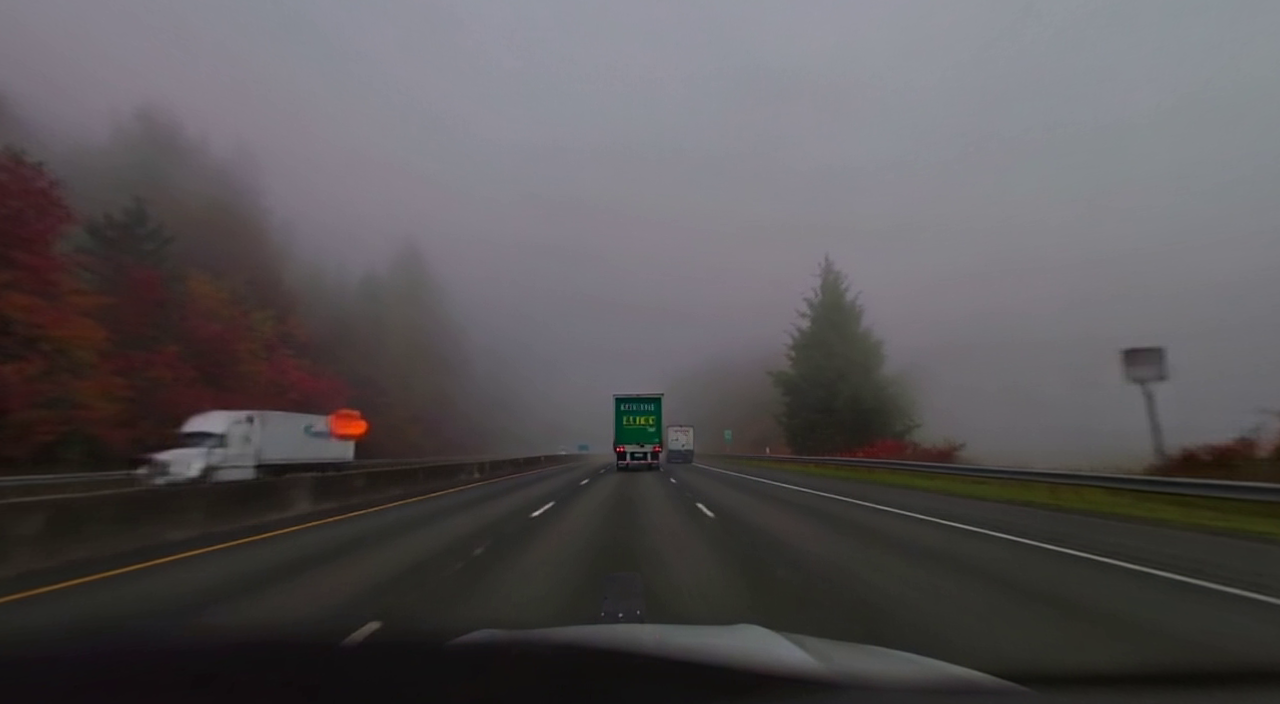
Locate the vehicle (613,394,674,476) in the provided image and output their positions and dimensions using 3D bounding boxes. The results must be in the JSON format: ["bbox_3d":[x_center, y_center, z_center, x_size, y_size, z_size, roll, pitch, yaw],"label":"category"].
[{"bbox_3d":[0.129,5.010,36.873,3.057,4.073,10.792,0,-9,0],"label":"vehicle"}]

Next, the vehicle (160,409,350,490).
[{"bbox_3d":[-20.874,5.525,35.522,2.825,3.752,12.301,0,-9,0],"label":"vehicle"}]
